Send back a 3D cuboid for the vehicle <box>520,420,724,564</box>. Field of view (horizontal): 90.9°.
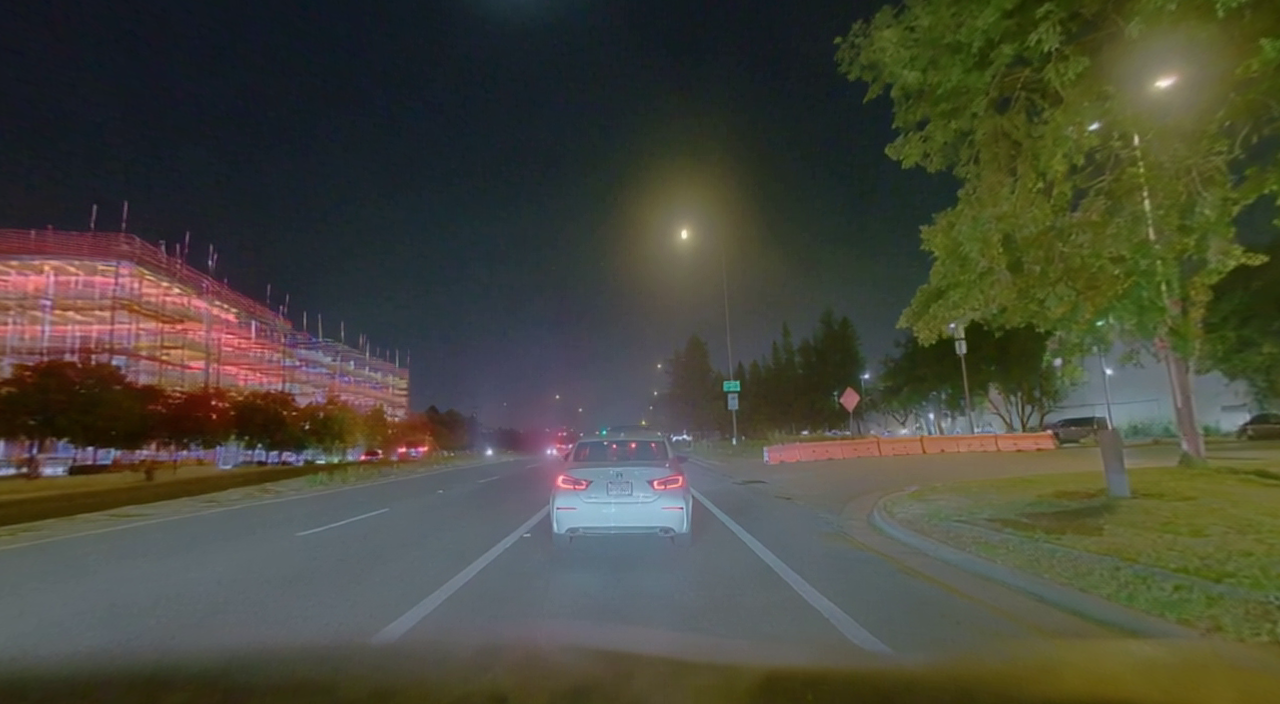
[{"bbox_3d":[-0.188,1.765,8.661,2.112,1.482,4.076,0,-8,0],"label":"vehicle"}]

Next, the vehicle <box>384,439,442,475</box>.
[{"bbox_3d":[-10.366,4.702,28.566,2.072,1.465,4.394,4,-9,-24],"label":"vehicle"}]
